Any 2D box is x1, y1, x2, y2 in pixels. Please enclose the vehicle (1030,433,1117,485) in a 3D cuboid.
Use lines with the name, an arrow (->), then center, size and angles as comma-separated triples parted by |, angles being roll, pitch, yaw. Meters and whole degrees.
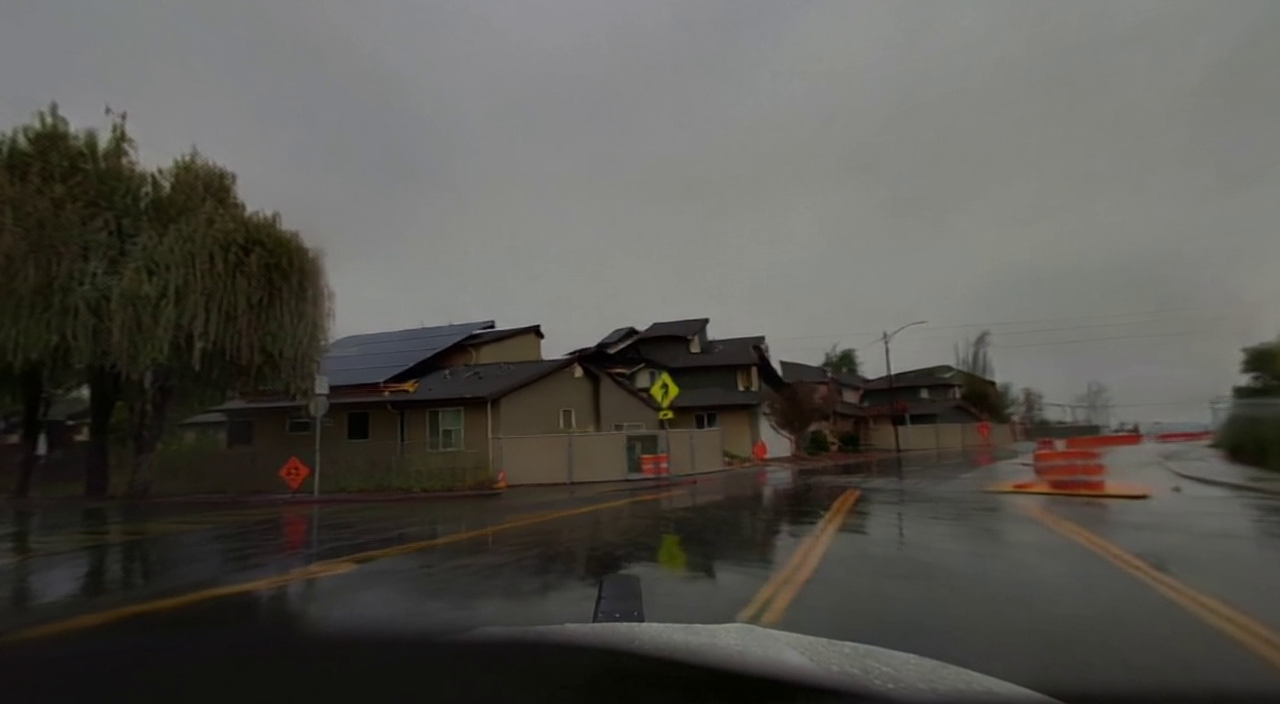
vehicle -> 13.693, 3.347, 20.037 | 1.966, 1.455, 4.075 | -5, -9, 33
